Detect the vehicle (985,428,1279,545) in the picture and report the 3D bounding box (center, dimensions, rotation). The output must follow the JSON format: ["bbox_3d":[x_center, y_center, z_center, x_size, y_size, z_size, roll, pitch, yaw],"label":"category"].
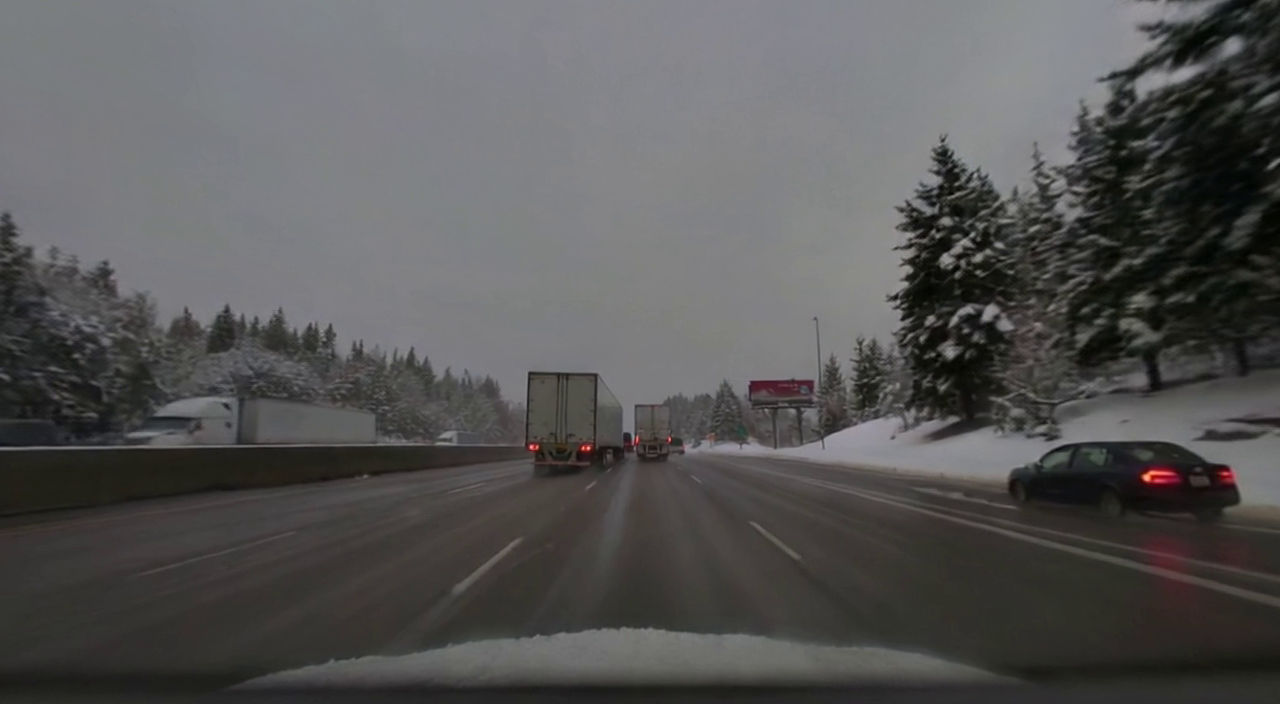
[{"bbox_3d":[8.146,2.125,10.774,1.969,1.560,4.394,1,-8,-1],"label":"vehicle"}]

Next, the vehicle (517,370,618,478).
[{"bbox_3d":[-2.857,3.420,29.072,2.962,3.947,11.574,0,-8,1],"label":"vehicle"}]

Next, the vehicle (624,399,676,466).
[{"bbox_3d":[0.669,5.546,43.022,3.054,3.944,11.230,0,-8,1],"label":"vehicle"}]

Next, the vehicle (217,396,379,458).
[{"bbox_3d":[-25.153,6.089,48.337,2.895,3.951,16.404,0,-9,1],"label":"vehicle"}]

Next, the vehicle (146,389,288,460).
[{"bbox_3d":[-25.310,4.553,38.347,3.130,3.891,7.268,0,-9,3],"label":"vehicle"}]
